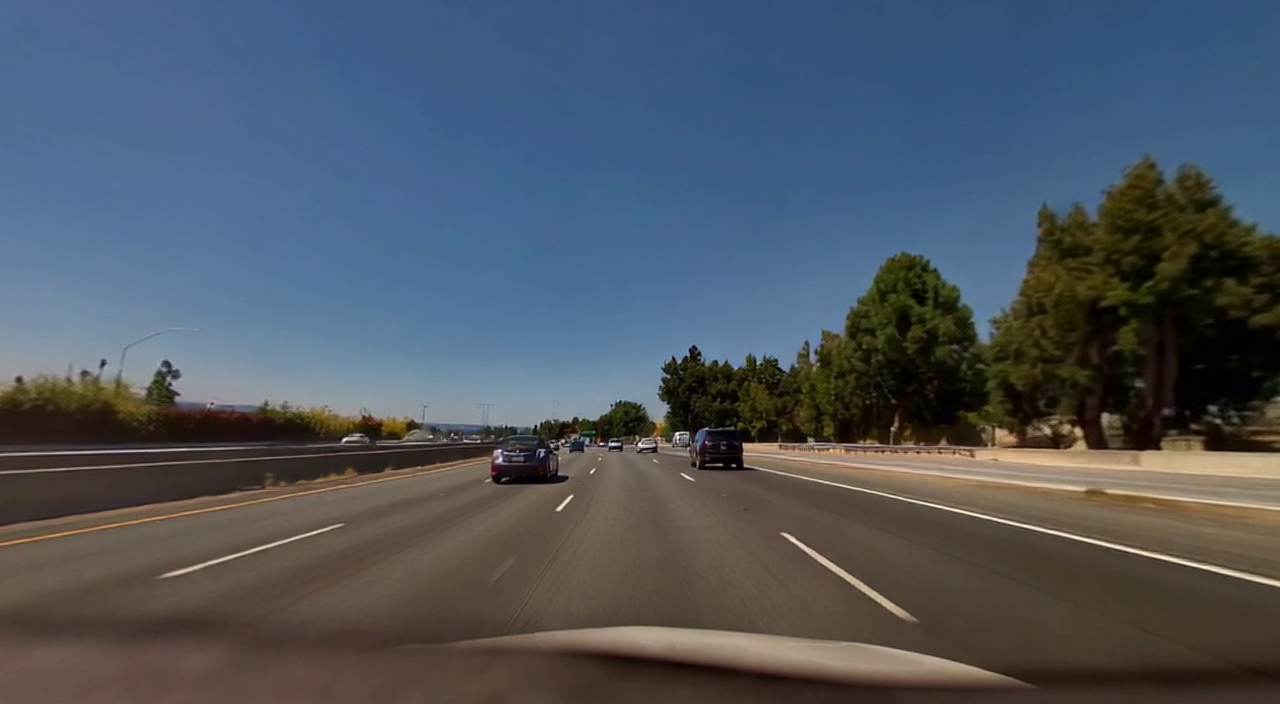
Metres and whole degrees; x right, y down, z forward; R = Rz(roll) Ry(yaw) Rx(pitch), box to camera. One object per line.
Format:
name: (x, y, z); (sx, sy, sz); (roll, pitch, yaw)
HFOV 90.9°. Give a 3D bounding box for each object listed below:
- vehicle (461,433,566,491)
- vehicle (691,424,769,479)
vehicle: (-3.576, 3.216, 18.851); (2.183, 1.486, 4.848); (0, -8, 0)
vehicle: (3.153, 3.618, 23.118); (2.043, 1.795, 4.347); (0, -8, -2)
